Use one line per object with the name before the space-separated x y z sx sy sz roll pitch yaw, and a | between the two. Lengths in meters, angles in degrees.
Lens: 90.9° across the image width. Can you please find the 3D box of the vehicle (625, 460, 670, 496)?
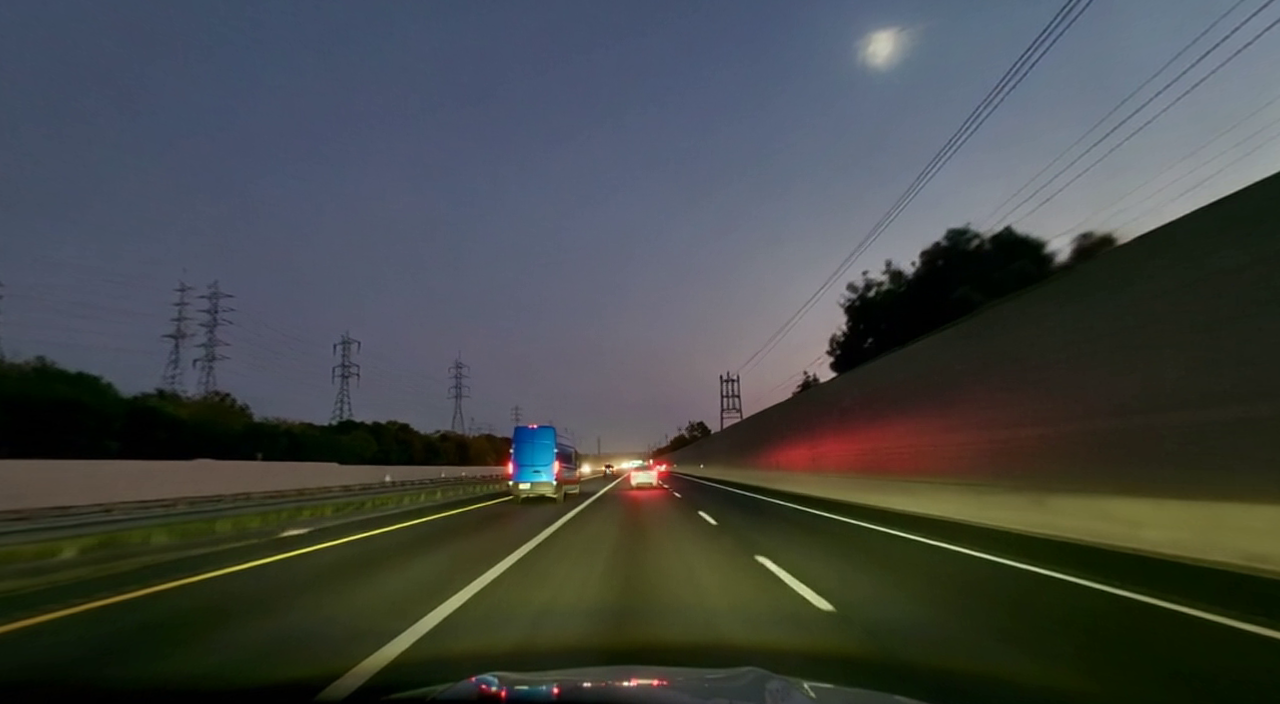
vehicle | 0.333 6.011 30.152 2.006 1.554 3.863 1 -10 0

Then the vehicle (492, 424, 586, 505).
vehicle | -3.594 4.311 24.057 2.394 2.609 6.875 1 -10 0
